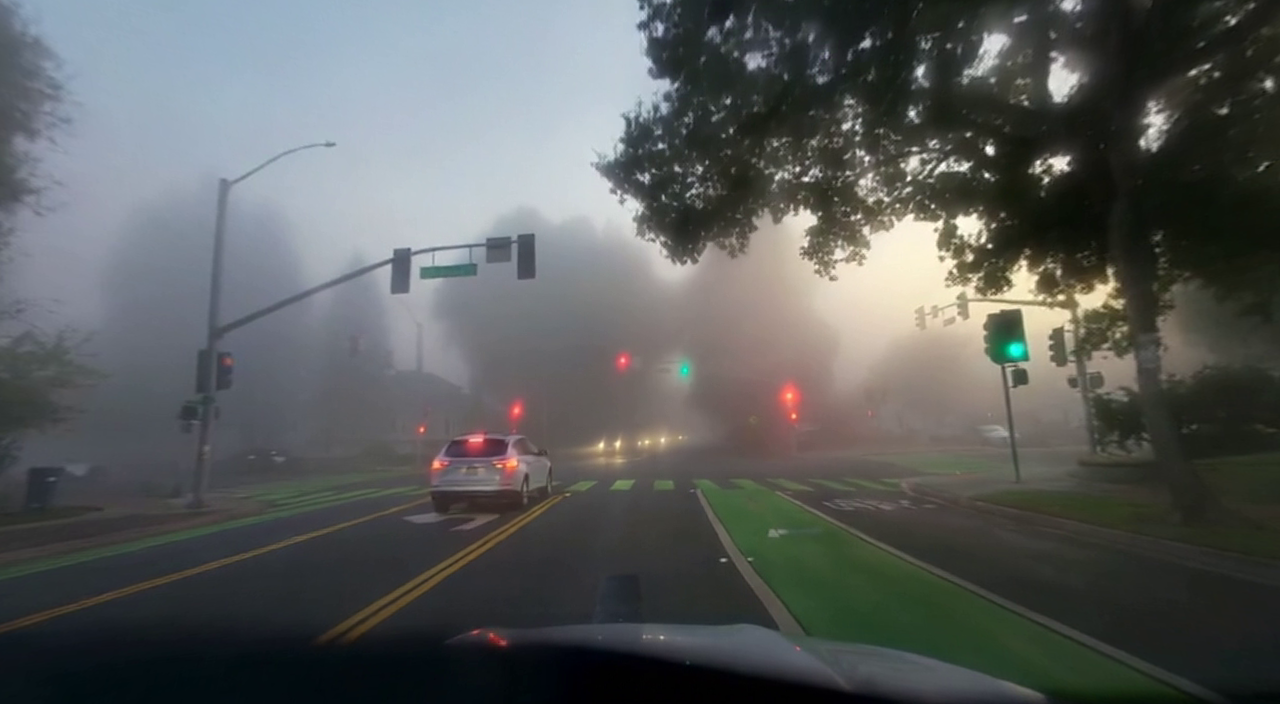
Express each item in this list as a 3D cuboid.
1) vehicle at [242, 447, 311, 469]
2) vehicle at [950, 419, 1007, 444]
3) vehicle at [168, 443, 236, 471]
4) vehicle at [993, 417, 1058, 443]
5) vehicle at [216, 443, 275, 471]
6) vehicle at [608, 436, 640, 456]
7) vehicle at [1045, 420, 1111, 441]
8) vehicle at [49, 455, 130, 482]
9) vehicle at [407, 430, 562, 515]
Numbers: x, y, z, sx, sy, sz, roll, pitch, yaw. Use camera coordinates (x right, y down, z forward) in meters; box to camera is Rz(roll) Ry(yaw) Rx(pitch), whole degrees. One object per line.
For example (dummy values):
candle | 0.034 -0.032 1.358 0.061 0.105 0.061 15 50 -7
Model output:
vehicle | -28.349 8.281 49.313 1.972 1.567 5.009 -1 -8 7
vehicle | 24.888 5.906 46.406 1.964 1.759 4.583 -1 -8 5
vehicle | -34.164 8.192 49.251 1.979 2.043 4.543 -1 -8 1
vehicle | 28.031 5.730 45.909 2.033 1.821 4.542 -1 -8 3
vehicle | -31.124 8.265 49.746 1.892 1.801 4.120 -5 -7 3
vehicle | -1.189 7.211 48.444 1.982 1.472 4.103 -1 -8 4
vehicle | 31.856 5.780 45.948 1.837 1.396 4.695 -1 -8 6
vehicle | -37.093 7.853 42.449 3.835 1.665 1.826 -1 -9 4
vehicle | -3.058 2.484 13.556 1.904 1.489 4.746 -1 -8 3
